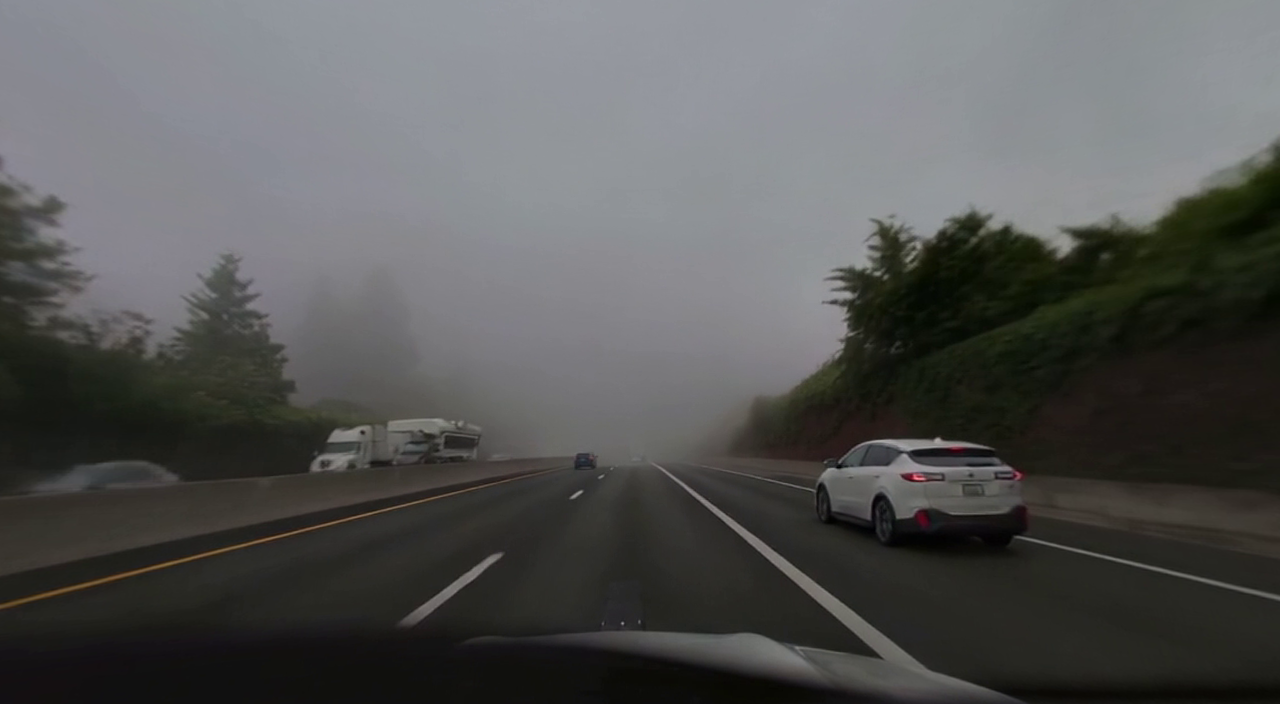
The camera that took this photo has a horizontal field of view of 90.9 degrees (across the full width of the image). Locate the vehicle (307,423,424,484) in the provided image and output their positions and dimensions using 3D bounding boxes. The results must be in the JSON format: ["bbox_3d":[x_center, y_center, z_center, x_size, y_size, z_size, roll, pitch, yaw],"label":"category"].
[{"bbox_3d":[-20.097,7.659,47.557,3.192,3.940,12.557,0,-9,0],"label":"vehicle"}]

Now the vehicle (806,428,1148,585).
[{"bbox_3d":[3.879,1.851,8.402,2.053,1.504,4.386,0,-9,-1],"label":"vehicle"}]

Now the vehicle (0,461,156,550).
[{"bbox_3d":[-12.563,3.092,13.209,1.783,1.511,3.874,0,-9,-1],"label":"vehicle"}]

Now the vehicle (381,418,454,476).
[{"bbox_3d":[-16.042,6.930,45.962,2.995,3.939,6.212,0,-9,-1],"label":"vehicle"}]

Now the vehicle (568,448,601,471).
[{"bbox_3d":[-3.811,7.447,43.794,1.978,1.539,3.924,0,-9,0],"label":"vehicle"}]
